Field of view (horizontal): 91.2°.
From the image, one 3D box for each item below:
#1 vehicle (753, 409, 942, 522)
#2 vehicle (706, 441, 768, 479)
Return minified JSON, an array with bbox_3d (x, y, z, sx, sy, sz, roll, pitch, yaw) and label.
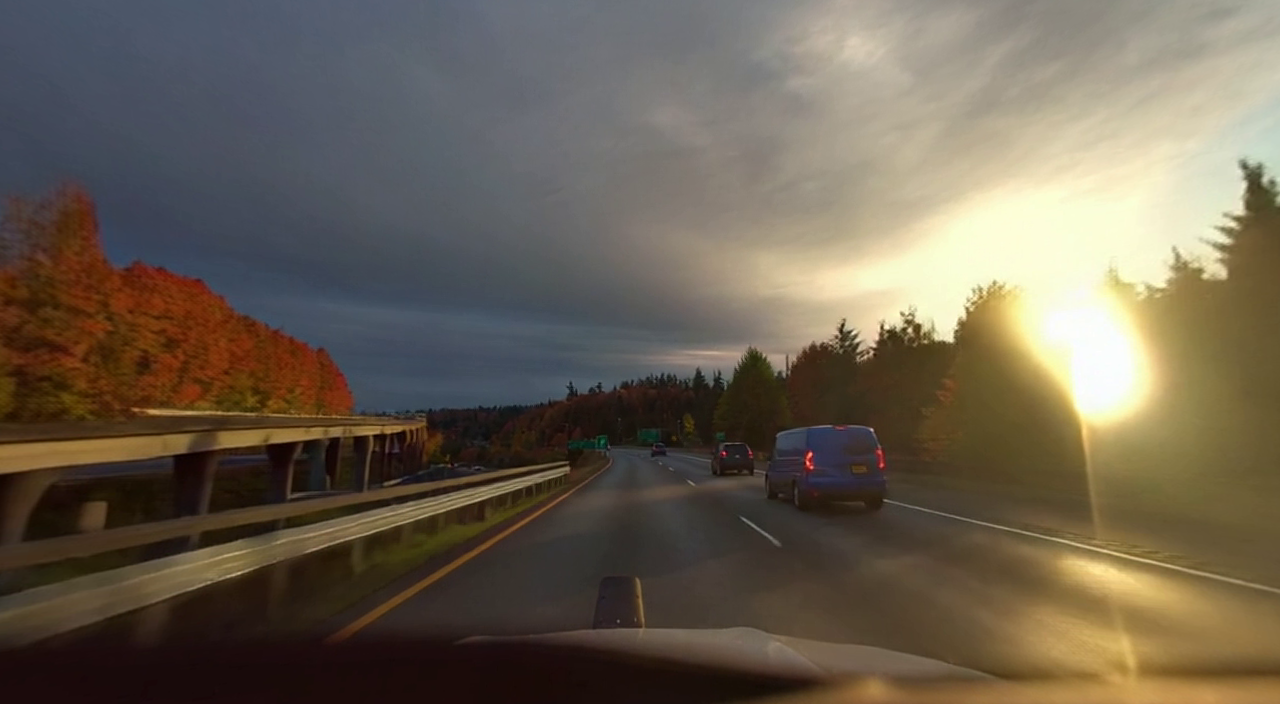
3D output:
[{"bbox_3d":[4.035,2.345,13.363,2.205,1.923,4.956,0,-9,-1],"label":"vehicle"},{"bbox_3d":[4.173,4.712,27.583,1.952,1.536,4.036,0,-9,-2],"label":"vehicle"}]
